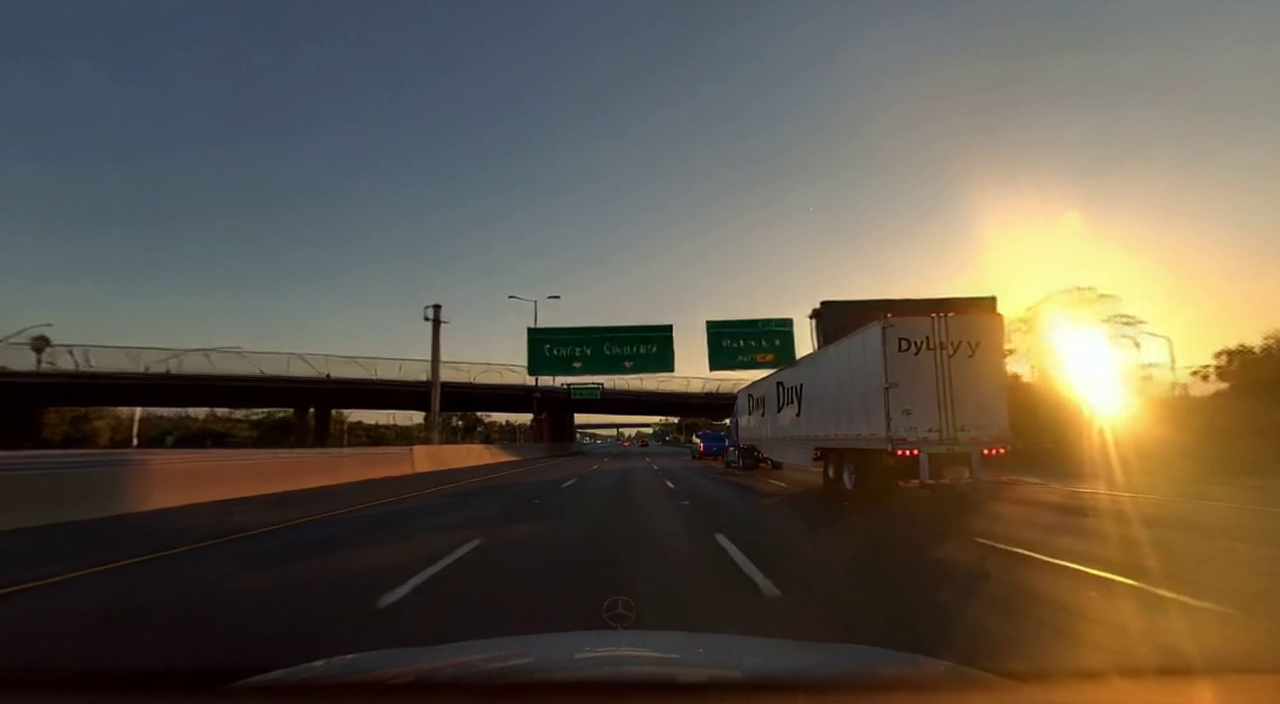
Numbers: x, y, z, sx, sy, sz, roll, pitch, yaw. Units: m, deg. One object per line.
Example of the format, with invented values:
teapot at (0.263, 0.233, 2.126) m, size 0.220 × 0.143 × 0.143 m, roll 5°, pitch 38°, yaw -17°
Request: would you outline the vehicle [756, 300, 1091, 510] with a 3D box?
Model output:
vehicle at (6.741, 2.126, 19.941) m, size 2.962 × 3.947 × 16.241 m, roll 0°, pitch -8°, yaw -1°
